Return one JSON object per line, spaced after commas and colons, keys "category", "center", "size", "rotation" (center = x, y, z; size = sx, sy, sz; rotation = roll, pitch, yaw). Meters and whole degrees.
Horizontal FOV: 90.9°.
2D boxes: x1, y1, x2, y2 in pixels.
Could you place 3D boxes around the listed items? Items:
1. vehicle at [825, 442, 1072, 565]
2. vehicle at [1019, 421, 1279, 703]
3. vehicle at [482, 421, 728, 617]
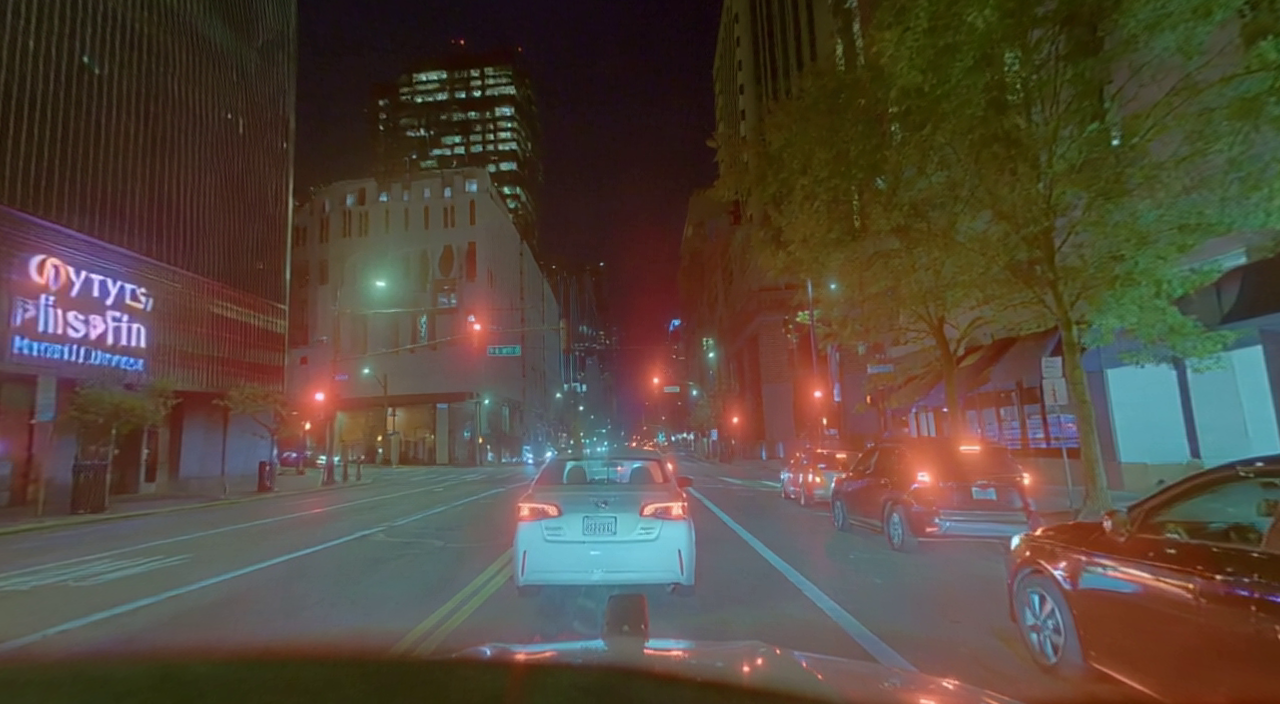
{"category": "vehicle", "center": [4.551, 2.241, 10.267], "size": [1.912, 1.505, 4.618], "rotation": [-1, -8, 4]}
{"category": "vehicle", "center": [3.178, 0.826, 1.107], "size": [2.006, 1.496, 4.767], "rotation": [0, -9, -1]}
{"category": "vehicle", "center": [-0.279, 1.566, 6.786], "size": [1.888, 1.489, 3.703], "rotation": [0, -8, 0]}
